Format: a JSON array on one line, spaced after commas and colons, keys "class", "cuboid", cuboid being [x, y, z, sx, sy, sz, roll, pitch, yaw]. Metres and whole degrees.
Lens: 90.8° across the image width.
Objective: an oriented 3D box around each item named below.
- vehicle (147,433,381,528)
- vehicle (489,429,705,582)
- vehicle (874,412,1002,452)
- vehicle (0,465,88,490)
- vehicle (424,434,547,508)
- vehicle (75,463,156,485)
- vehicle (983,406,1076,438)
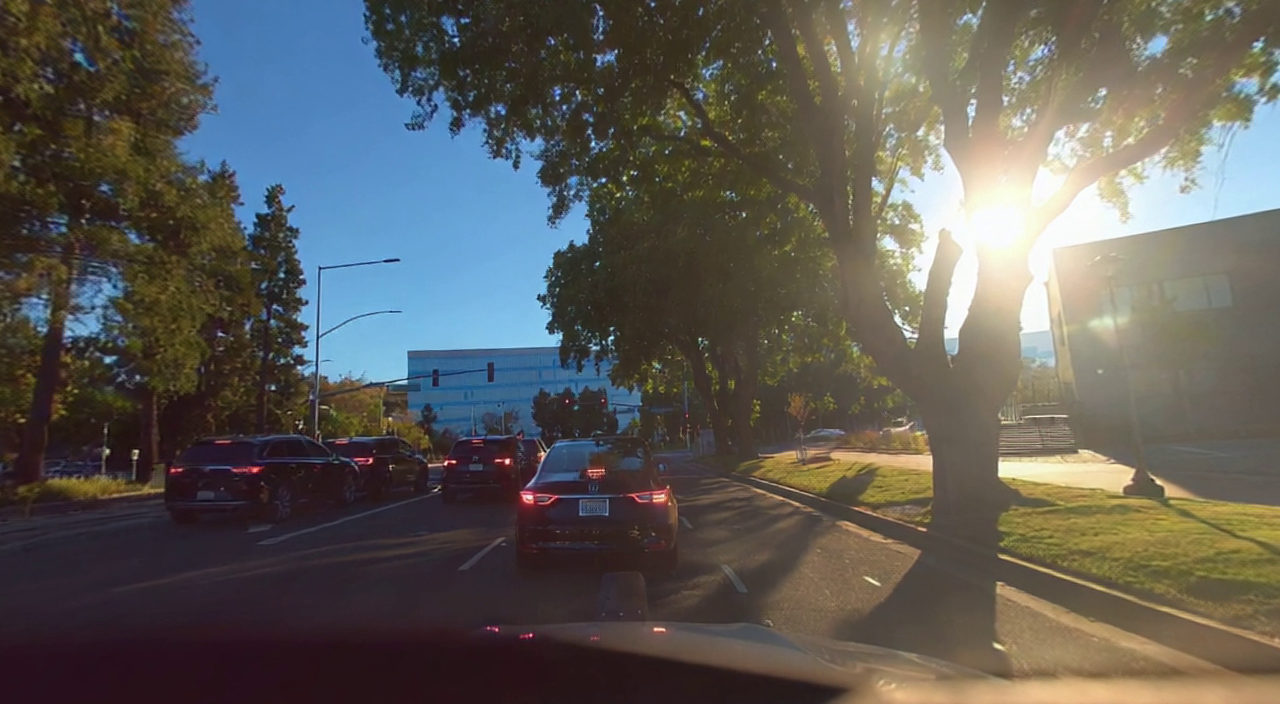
[{"class": "vehicle", "cuboid": [-7.271, 2.506, 12.912, 2.096, 1.593, 4.288, 0, -9, 1]}, {"class": "vehicle", "cuboid": [-0.412, 1.803, 8.207, 2.104, 1.472, 3.946, 0, -9, 0]}, {"class": "vehicle", "cuboid": [13.949, 3.797, 29.791, 4.975, 1.809, 1.956, 0, -9, 2]}, {"class": "vehicle", "cuboid": [-36.616, 7.630, 38.539, 4.093, 1.440, 1.804, 0, -9, 0]}, {"class": "vehicle", "cuboid": [-3.613, 2.861, 15.611, 1.969, 1.570, 4.019, 0, -9, 1]}, {"class": "vehicle", "cuboid": [-36.349, 8.439, 43.864, 3.918, 1.423, 1.861, 0, -9, 0]}, {"class": "vehicle", "cuboid": [27.747, 5.035, 45.166, 5.333, 1.880, 2.130, -8, -9, 30]}]
